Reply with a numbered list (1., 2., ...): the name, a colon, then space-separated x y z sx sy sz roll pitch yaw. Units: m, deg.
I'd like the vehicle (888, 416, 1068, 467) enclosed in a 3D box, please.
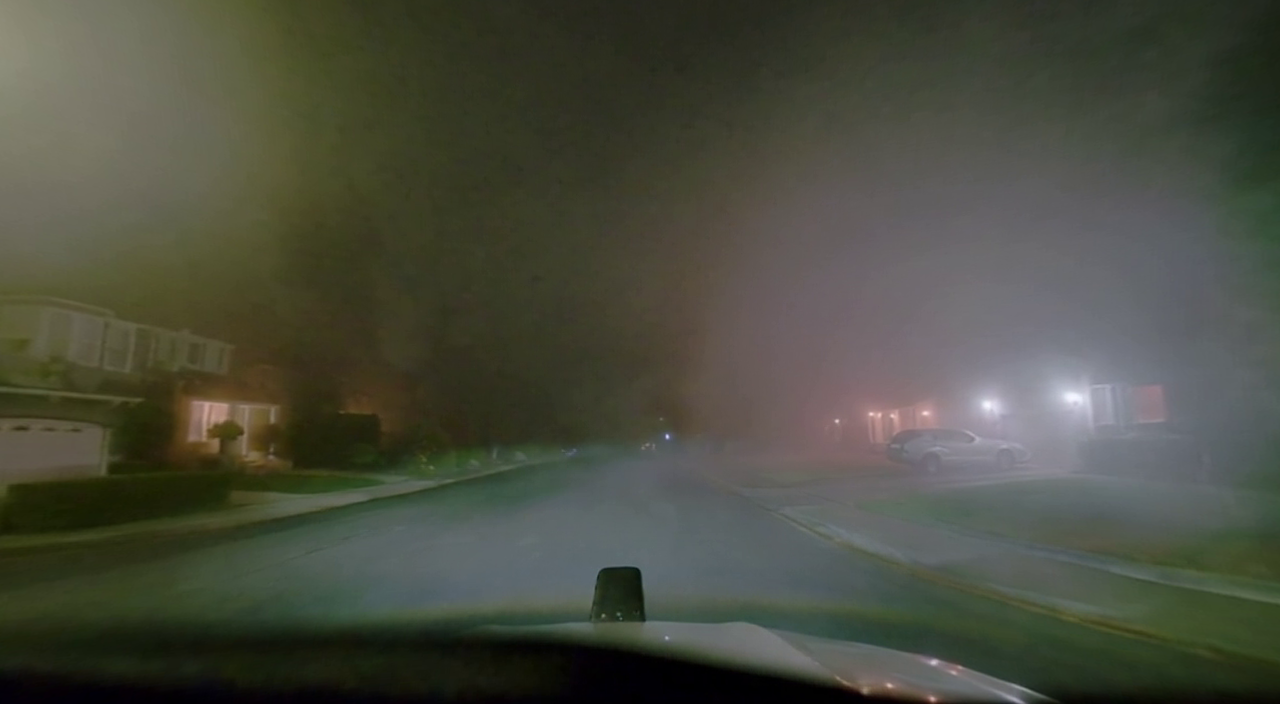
1. vehicle: 11.240 3.025 21.311 4.894 1.616 1.965 0 -8 2
